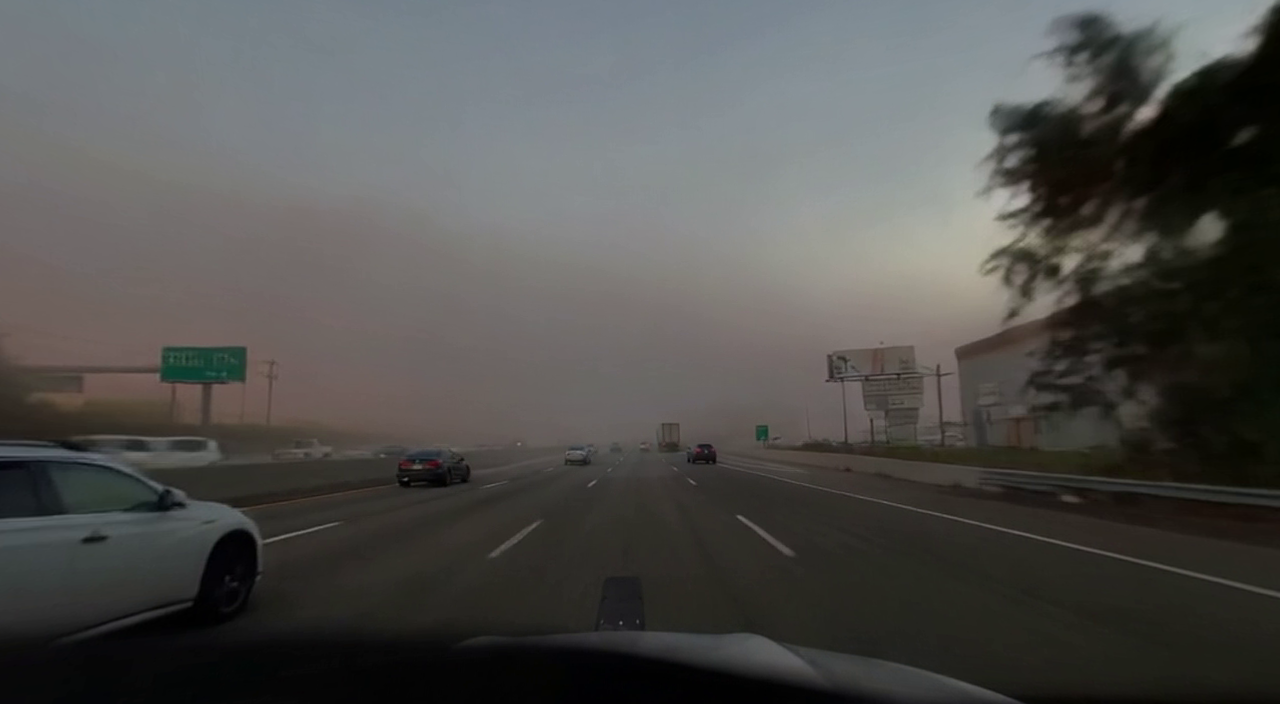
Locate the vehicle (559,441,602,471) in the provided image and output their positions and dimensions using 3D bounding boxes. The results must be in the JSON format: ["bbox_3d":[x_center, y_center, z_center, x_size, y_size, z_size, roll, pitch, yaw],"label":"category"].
[{"bbox_3d":[-3.341,5.990,36.274,2.001,1.577,4.055,0,-9,1],"label":"vehicle"}]

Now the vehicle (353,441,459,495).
[{"bbox_3d":[-7.210,3.613,19.811,1.865,1.518,3.620,0,-9,1],"label":"vehicle"}]

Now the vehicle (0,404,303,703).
[{"bbox_3d":[-3.797,1.017,2.945,2.008,1.504,4.264,0,-9,1],"label":"vehicle"}]

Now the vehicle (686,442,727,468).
[{"bbox_3d":[4.167,6.598,40.402,2.135,1.532,4.506,0,-9,0],"label":"vehicle"}]
